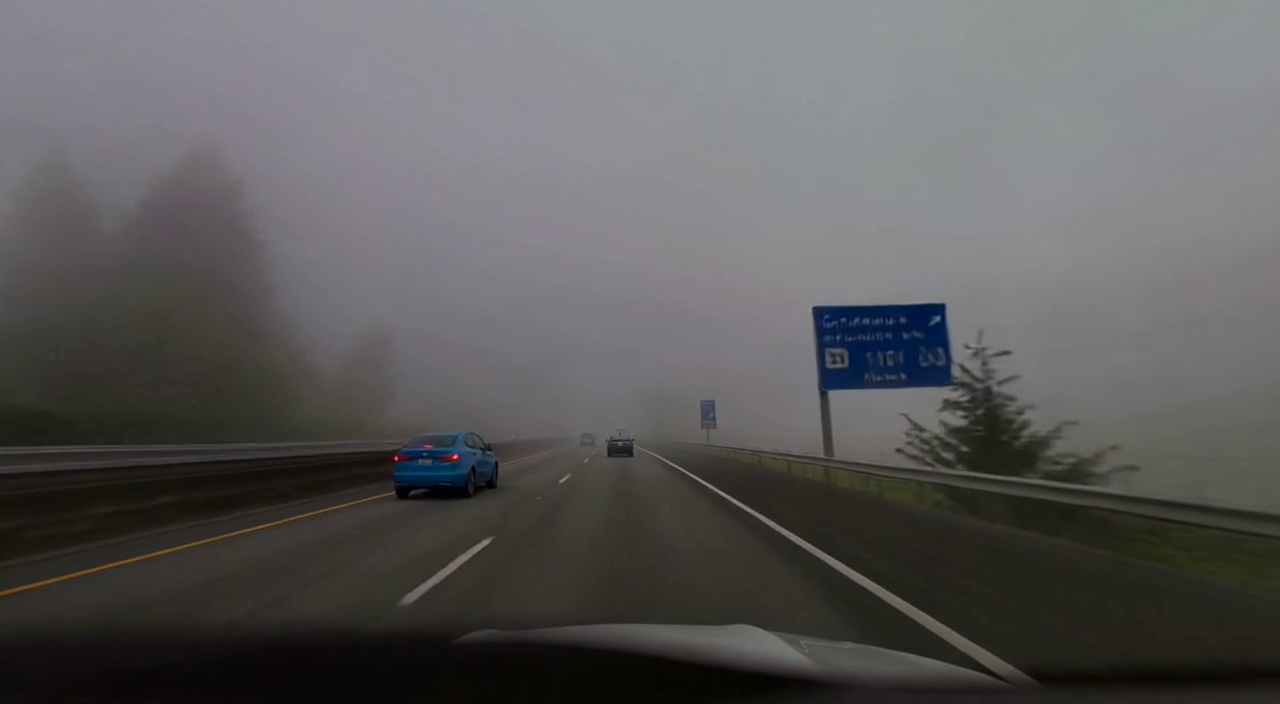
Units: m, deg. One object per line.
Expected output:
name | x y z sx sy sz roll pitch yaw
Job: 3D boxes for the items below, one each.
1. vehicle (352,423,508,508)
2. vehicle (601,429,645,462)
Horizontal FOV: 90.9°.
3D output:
vehicle | -4.233 2.342 13.537 1.975 1.518 4.242 0 -8 -1
vehicle | -0.893 4.950 33.527 2.162 1.616 4.242 0 -8 -1
